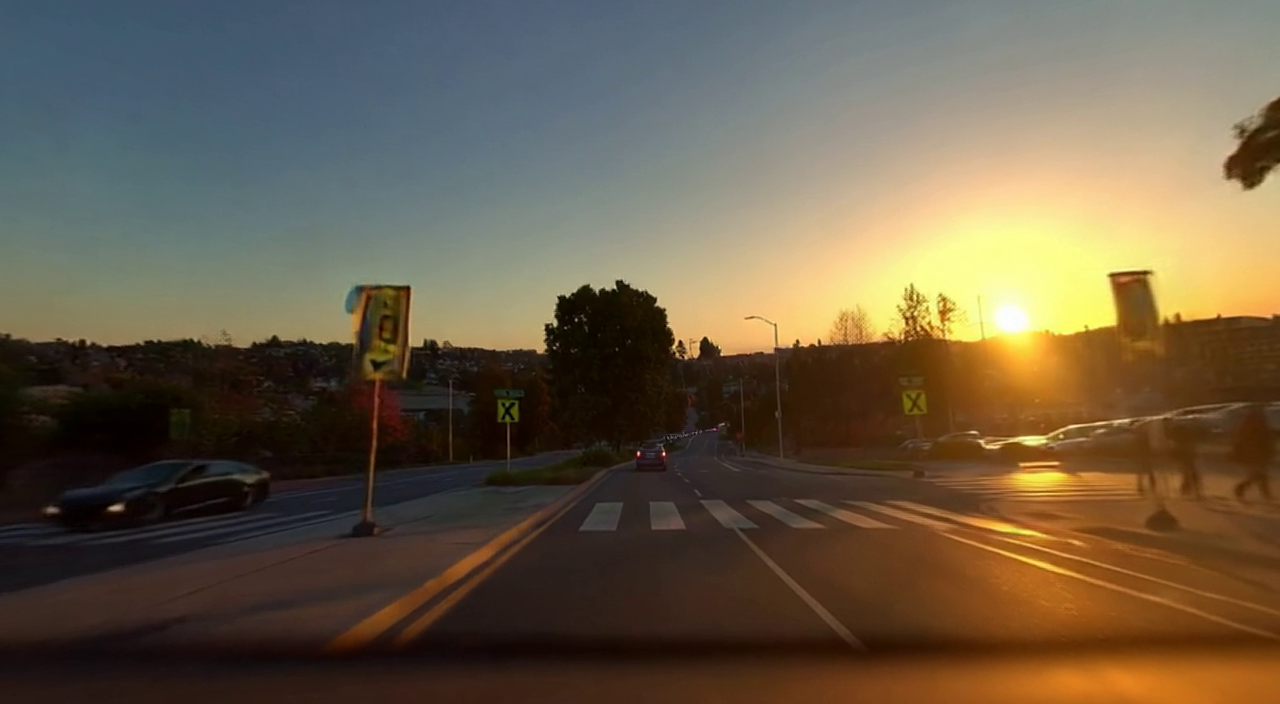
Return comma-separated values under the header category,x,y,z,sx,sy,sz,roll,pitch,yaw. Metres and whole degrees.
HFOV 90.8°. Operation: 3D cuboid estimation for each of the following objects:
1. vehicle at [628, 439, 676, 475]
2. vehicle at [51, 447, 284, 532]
category,x,y,z,sx,sy,sz,roll,pitch,yaw
vehicle,0.610,5.075,30.691,2.158,1.600,3.865,-1,-8,2
vehicle,-10.451,3.011,14.484,2.197,1.606,4.034,0,-8,0
